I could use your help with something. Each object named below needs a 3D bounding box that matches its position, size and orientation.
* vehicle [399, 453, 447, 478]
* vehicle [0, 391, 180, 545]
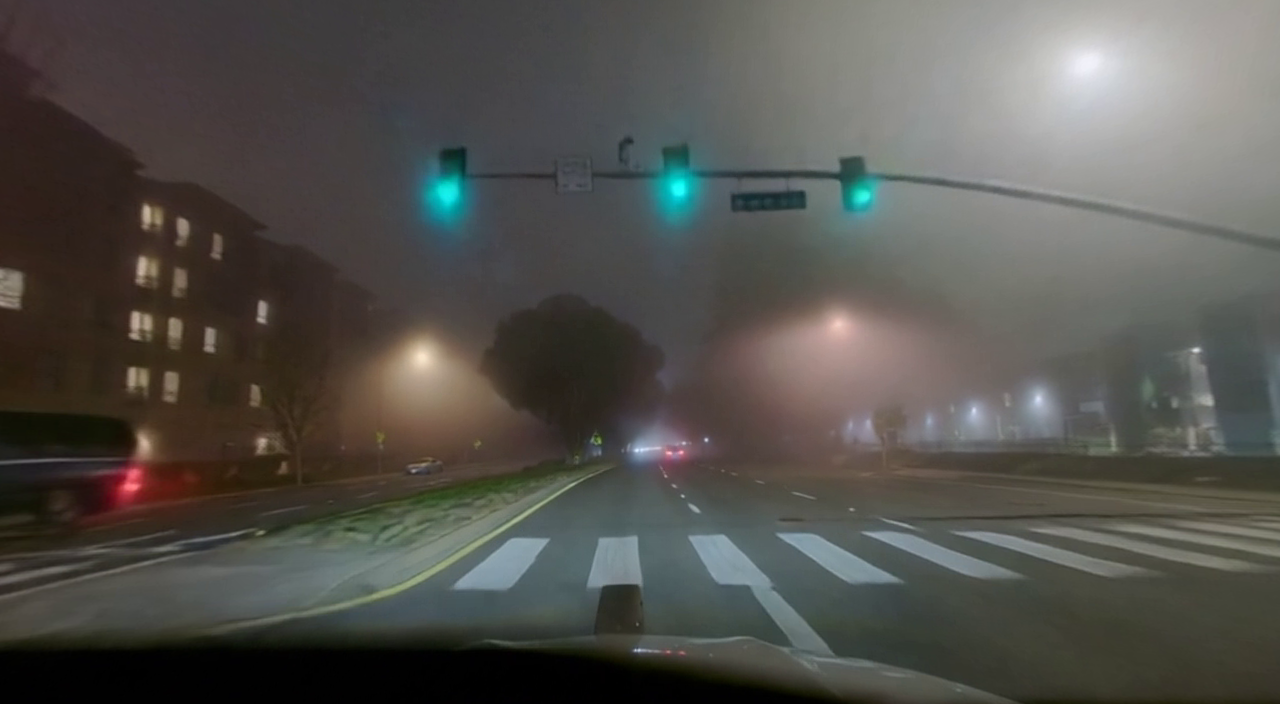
[{"bbox_3d":[-16.078,8.396,47.008,1.975,1.629,4.491,0,-8,0],"label":"vehicle"},{"bbox_3d":[-15.757,2.705,14.864,2.783,3.404,9.441,0,-9,-1],"label":"vehicle"}]
